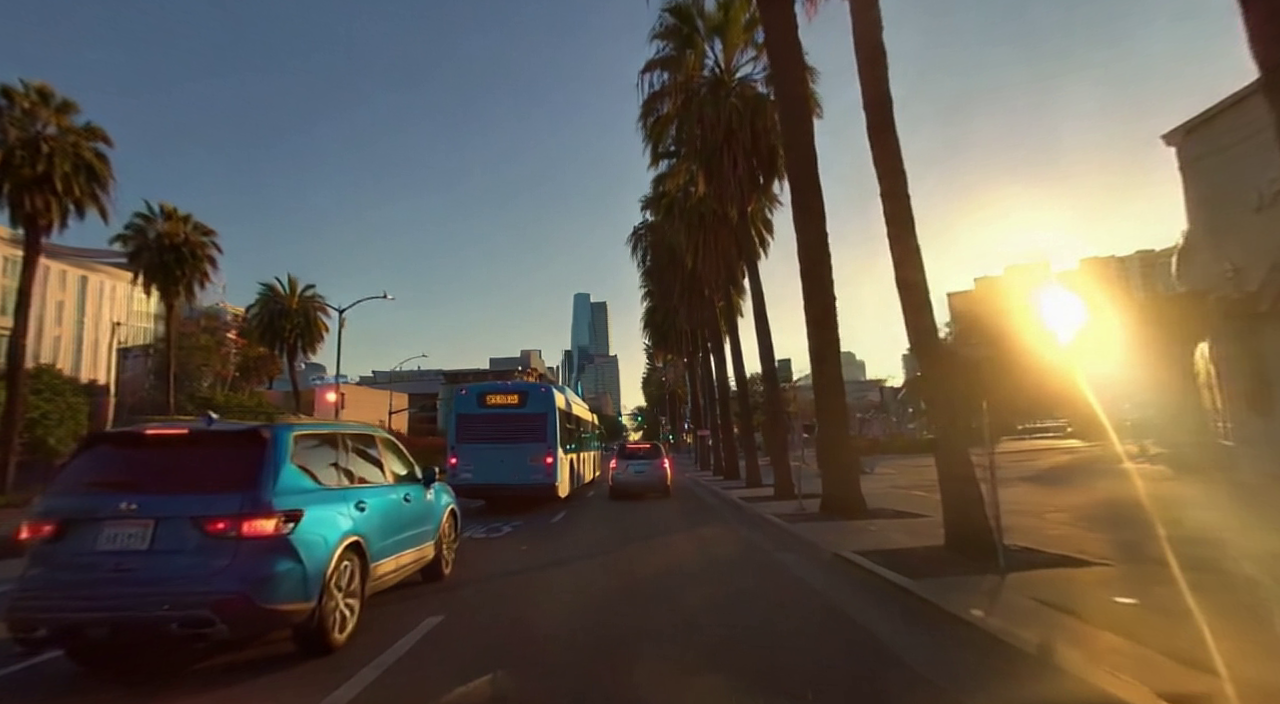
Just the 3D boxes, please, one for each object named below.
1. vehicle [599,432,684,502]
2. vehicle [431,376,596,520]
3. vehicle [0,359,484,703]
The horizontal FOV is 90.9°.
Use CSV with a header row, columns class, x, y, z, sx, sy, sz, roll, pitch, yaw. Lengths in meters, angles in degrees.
class,x,y,z,sx,sy,sz,roll,pitch,yaw
vehicle,0.057,3.166,17.681,2.120,1.727,3.917,0,-9,0
vehicle,-2.987,2.661,17.708,2.775,3.064,8.297,0,-9,1
vehicle,-3.001,1.270,5.320,2.124,1.799,4.587,0,-9,1
